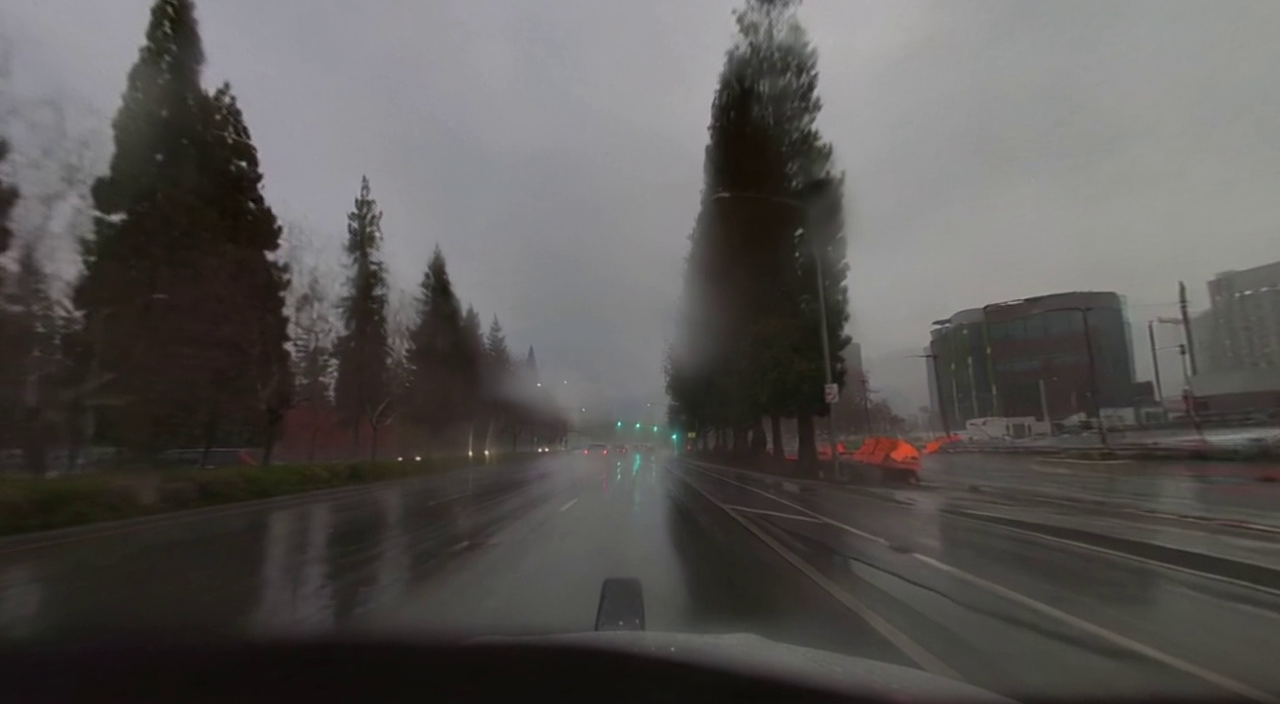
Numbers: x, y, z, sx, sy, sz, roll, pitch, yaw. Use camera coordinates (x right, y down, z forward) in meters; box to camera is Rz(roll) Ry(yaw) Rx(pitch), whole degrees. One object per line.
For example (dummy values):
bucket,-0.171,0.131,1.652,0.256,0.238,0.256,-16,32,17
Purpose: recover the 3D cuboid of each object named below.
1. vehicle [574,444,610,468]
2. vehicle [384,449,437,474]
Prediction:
vehicle,-3.333,7.315,44.696,2.121,1.654,3.993,0,-8,1
vehicle,-15.311,7.287,42.327,1.899,1.518,4.305,0,-8,0
